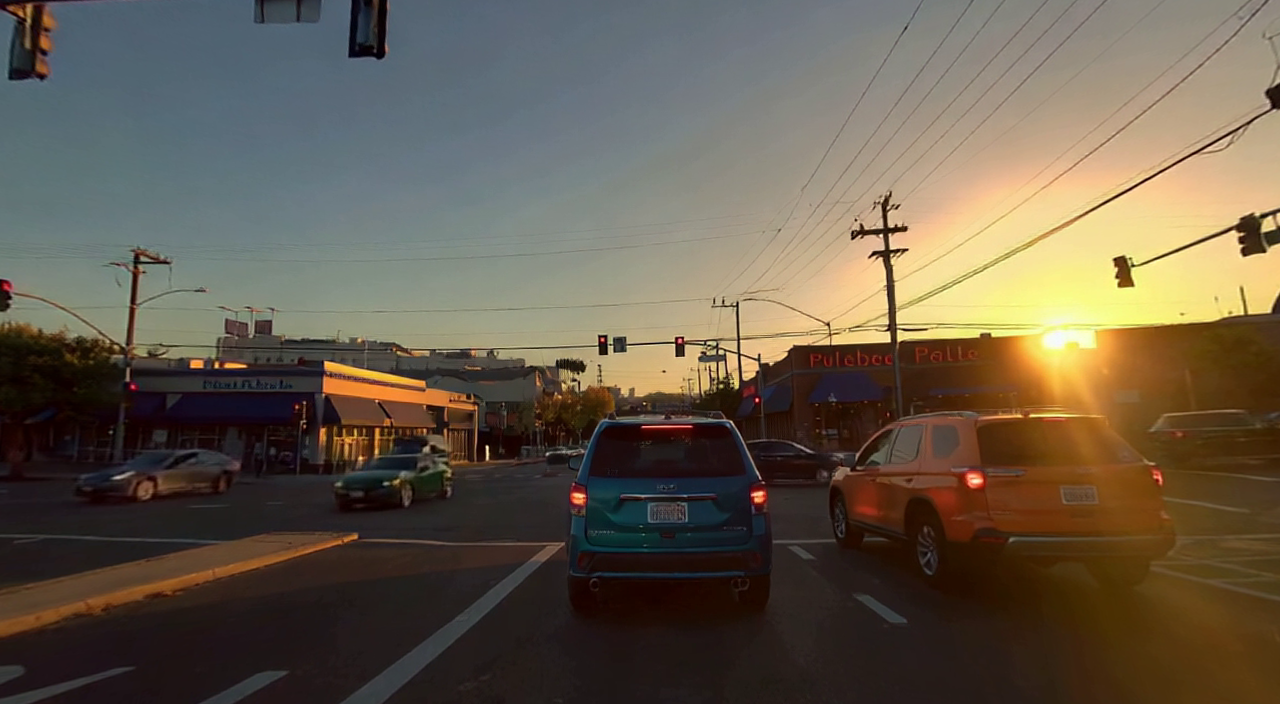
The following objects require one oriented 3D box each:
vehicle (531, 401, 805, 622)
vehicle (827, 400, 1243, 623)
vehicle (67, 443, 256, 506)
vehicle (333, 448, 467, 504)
[{"bbox_3d":[0.265,1.505,6.823,2.098,1.682,3.778,0,-8,2],"label":"vehicle"},{"bbox_3d":[3.614,1.514,6.945,1.976,1.664,4.189,-1,-8,3],"label":"vehicle"},{"bbox_3d":[-14.473,3.681,19.540,1.943,1.680,4.709,-1,-8,4],"label":"vehicle"},{"bbox_3d":[-7.158,3.736,19.471,2.017,1.468,4.663,-1,-8,4],"label":"vehicle"}]
